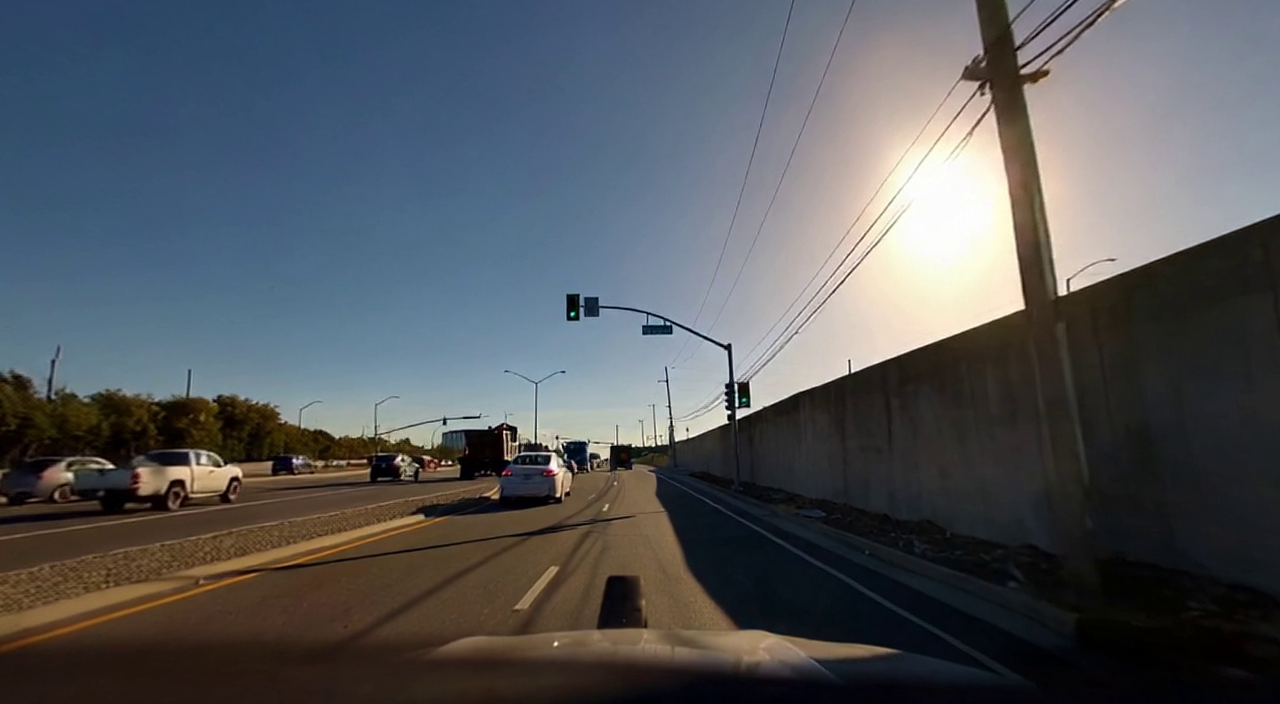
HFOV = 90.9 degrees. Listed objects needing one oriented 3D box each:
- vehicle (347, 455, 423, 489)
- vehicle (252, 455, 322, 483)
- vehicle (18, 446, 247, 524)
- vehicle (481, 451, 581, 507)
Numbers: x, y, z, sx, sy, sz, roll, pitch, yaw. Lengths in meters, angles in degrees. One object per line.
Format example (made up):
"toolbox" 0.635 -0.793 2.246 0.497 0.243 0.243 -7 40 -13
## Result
"vehicle" -12.557 5.922 31.405 1.905 1.492 4.151 -1 -8 2
"vehicle" -23.594 7.812 42.409 1.891 1.696 4.613 -1 -8 2
"vehicle" -13.248 3.440 17.014 2.096 1.773 4.751 -1 -9 2
"vehicle" -3.231 3.897 19.866 2.019 1.480 4.966 -1 -8 3
